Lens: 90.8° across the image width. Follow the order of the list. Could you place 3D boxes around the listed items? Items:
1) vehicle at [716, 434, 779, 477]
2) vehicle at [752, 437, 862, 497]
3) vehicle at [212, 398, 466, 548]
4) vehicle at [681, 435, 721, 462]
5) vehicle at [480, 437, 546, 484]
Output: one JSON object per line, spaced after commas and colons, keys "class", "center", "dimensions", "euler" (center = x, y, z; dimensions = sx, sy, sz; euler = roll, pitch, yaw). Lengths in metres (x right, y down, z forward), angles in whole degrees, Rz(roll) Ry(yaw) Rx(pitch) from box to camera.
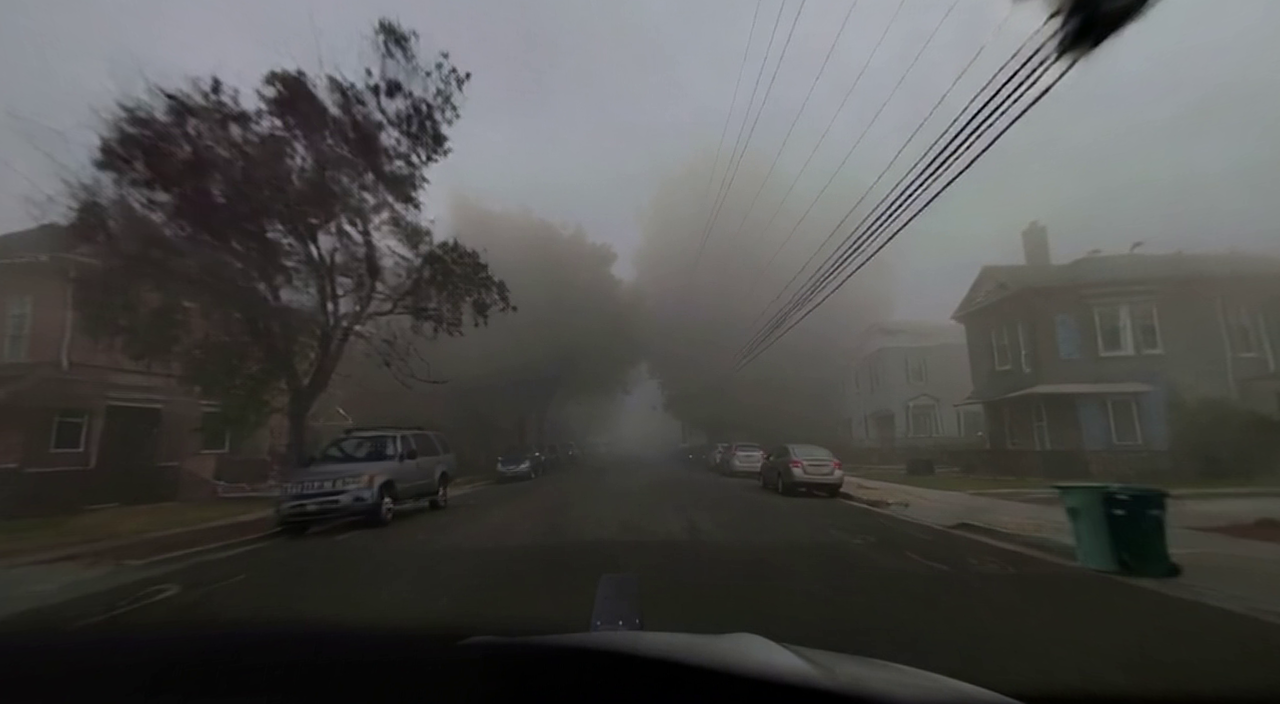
{"class": "vehicle", "center": [4.390, 4.295, 26.514], "dimensions": [1.979, 1.620, 4.684], "euler": [0, -8, 2]}
{"class": "vehicle", "center": [4.436, 3.111, 17.527], "dimensions": [1.893, 1.437, 4.369], "euler": [0, -8, 0]}
{"class": "vehicle", "center": [-5.262, 2.201, 12.272], "dimensions": [2.242, 2.135, 5.566], "euler": [-2, -8, 0]}
{"class": "vehicle", "center": [4.443, 7.132, 46.907], "dimensions": [2.279, 1.848, 5.577], "euler": [0, -8, -2]}
{"class": "vehicle", "center": [-5.263, 4.501, 26.680], "dimensions": [1.873, 1.709, 4.206], "euler": [-4, -8, 0]}
